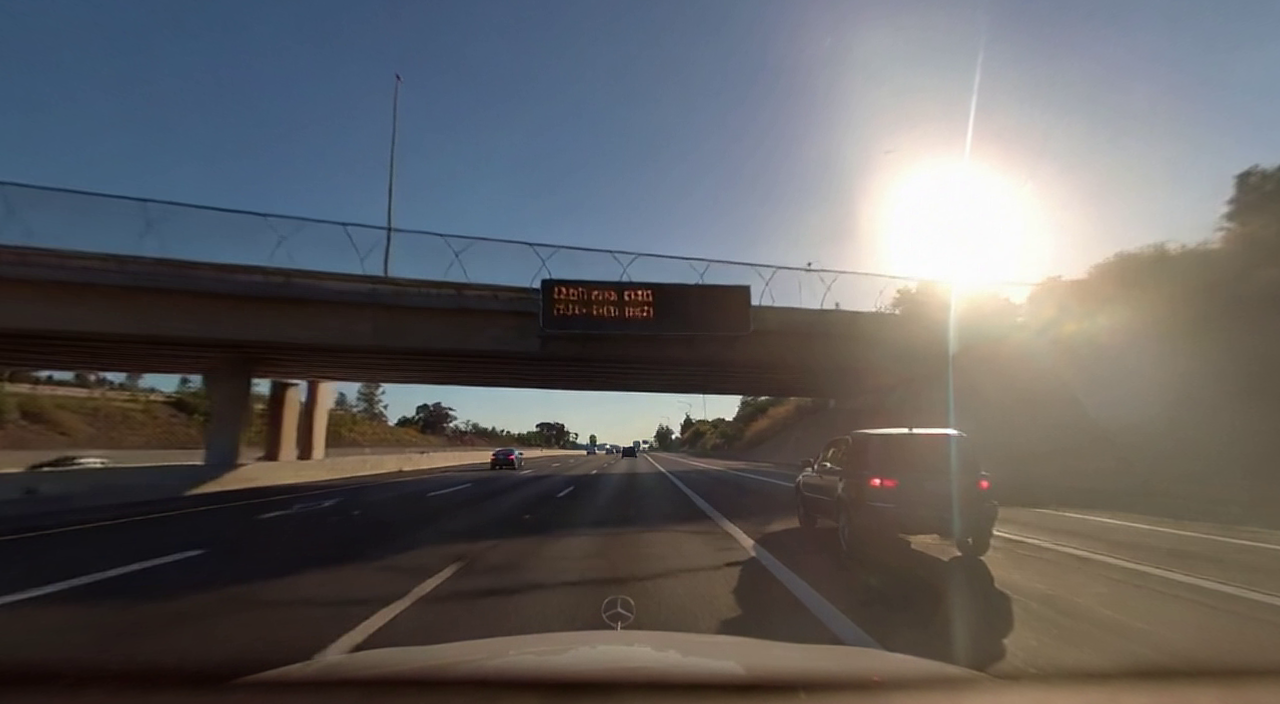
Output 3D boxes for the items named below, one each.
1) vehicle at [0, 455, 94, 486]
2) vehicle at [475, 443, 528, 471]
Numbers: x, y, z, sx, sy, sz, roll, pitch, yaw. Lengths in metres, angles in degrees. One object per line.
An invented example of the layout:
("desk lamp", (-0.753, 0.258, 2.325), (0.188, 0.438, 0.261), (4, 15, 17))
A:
("vehicle", (-35.301, 6.887, 37.098), (1.948, 1.623, 4.941), (0, -8, 1))
("vehicle", (-8.098, 6.161, 37.383), (2.005, 1.545, 4.874), (0, -8, 0))
